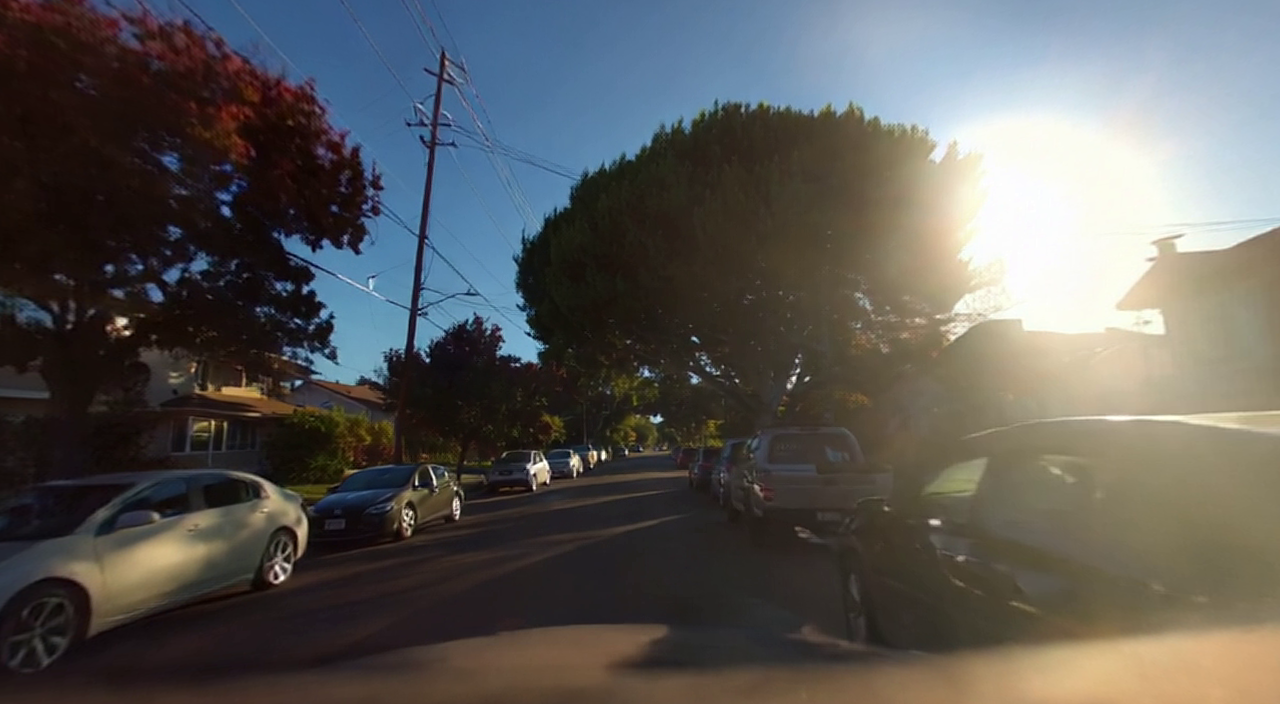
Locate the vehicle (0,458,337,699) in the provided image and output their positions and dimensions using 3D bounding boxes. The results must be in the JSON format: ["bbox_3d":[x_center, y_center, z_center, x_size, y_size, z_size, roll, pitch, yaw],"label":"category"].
[{"bbox_3d":[-4.879,1.725,5.701,1.932,1.431,4.198,-1,-8,5],"label":"vehicle"}]

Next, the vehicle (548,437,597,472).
[{"bbox_3d":[-3.966,6.157,38.099,2.280,1.953,5.092,0,-8,1],"label":"vehicle"}]

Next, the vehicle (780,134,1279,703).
[{"bbox_3d":[2.131,0.782,2.667,2.032,1.839,4.597,0,-8,0],"label":"vehicle"}]

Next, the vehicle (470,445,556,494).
[{"bbox_3d":[-4.403,4.121,22.641,1.988,1.541,4.686,-1,-8,2],"label":"vehicle"}]

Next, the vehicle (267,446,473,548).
[{"bbox_3d":[-4.737,2.561,11.910,1.796,1.532,4.244,-1,-8,4],"label":"vehicle"}]
